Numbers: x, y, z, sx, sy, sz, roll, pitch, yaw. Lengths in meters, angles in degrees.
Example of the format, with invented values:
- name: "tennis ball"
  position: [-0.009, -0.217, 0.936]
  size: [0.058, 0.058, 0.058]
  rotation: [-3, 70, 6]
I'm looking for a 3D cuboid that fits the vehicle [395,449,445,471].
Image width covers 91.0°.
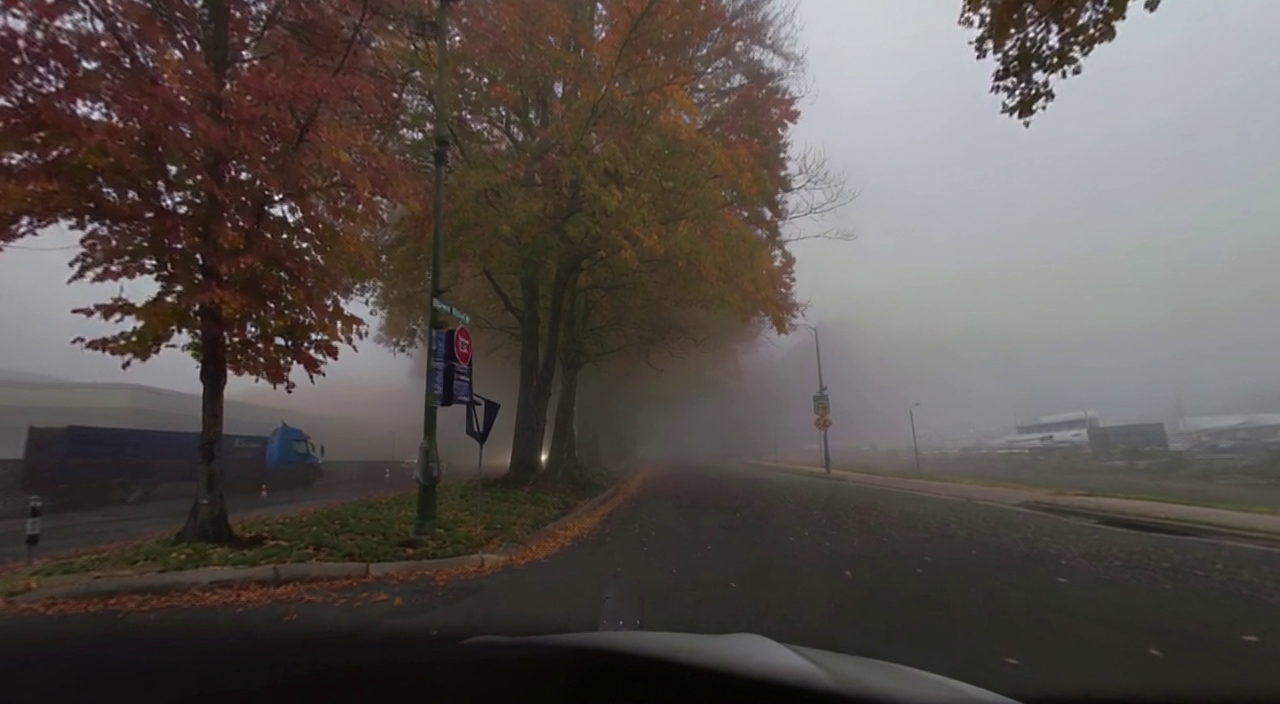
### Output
- name: "vehicle"
  position: [-17.272, 8.468, 49.711]
  size: [1.907, 1.644, 4.410]
  rotation: [-1, -9, 8]
